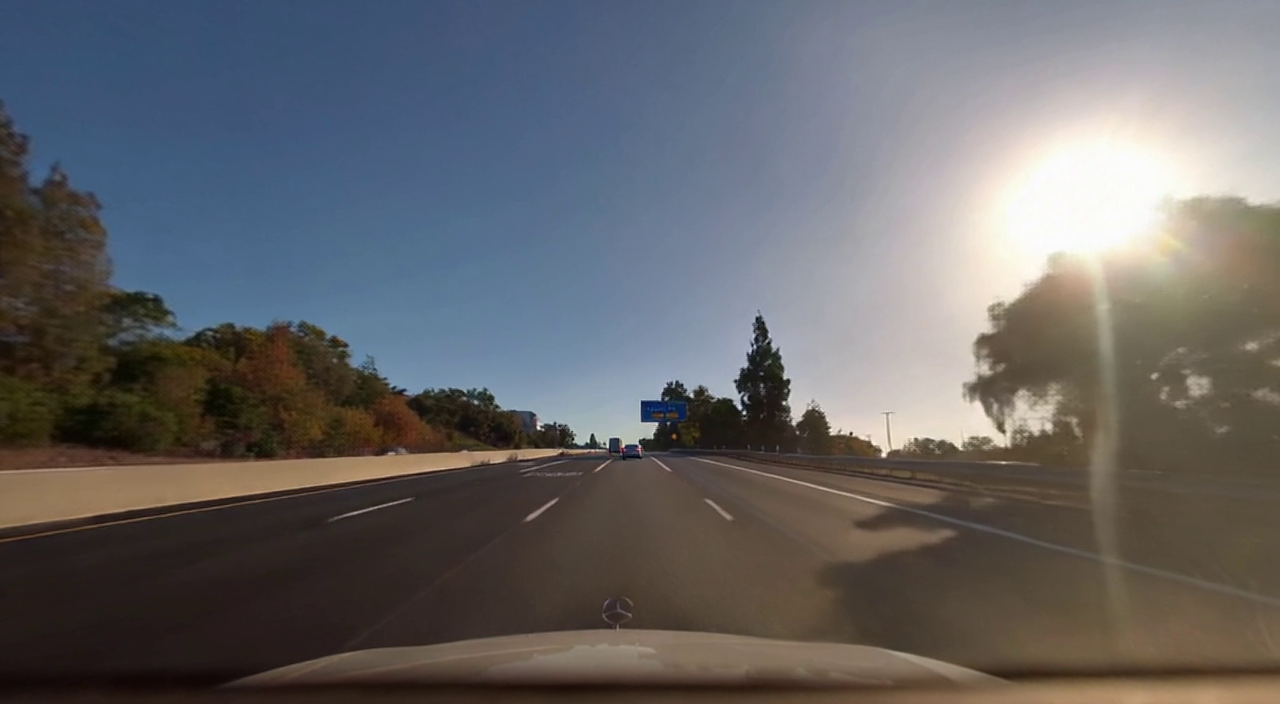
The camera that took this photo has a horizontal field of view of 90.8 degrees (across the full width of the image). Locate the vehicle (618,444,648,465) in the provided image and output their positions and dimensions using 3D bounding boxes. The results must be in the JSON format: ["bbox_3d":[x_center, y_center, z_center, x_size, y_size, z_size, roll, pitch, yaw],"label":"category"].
[{"bbox_3d":[-0.520,7.422,45.887,2.080,1.468,3.884,0,-8,-1],"label":"vehicle"}]
